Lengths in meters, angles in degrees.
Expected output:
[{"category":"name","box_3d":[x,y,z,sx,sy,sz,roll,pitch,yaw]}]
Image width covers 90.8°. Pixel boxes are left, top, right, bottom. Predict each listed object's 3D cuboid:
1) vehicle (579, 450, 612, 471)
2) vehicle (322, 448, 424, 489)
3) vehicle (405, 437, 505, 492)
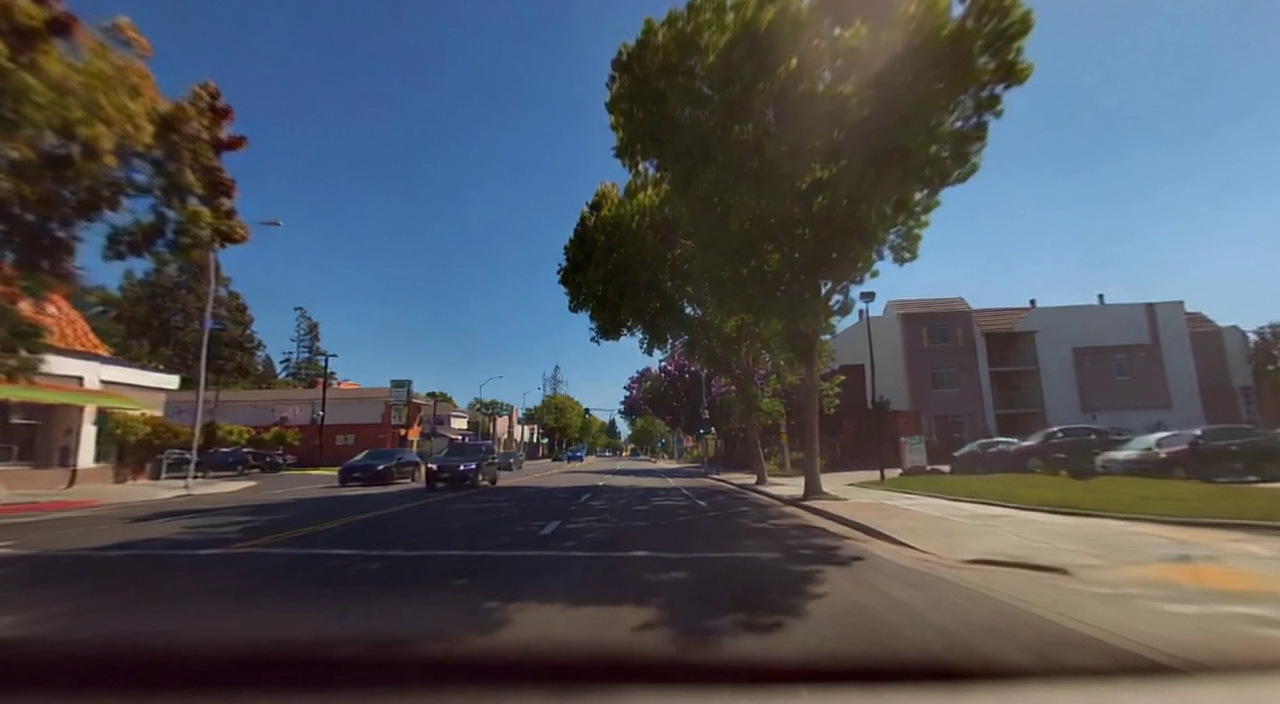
[{"category":"vehicle","box_3d":[-3.250,8.141,47.401,2.122,1.469,4.388,0,-9,1]},{"category":"vehicle","box_3d":[-10.186,4.474,24.557,2.012,1.429,4.462,0,-9,0]},{"category":"vehicle","box_3d":[-6.789,4.193,23.839,2.322,1.819,4.651,0,-9,0]}]
